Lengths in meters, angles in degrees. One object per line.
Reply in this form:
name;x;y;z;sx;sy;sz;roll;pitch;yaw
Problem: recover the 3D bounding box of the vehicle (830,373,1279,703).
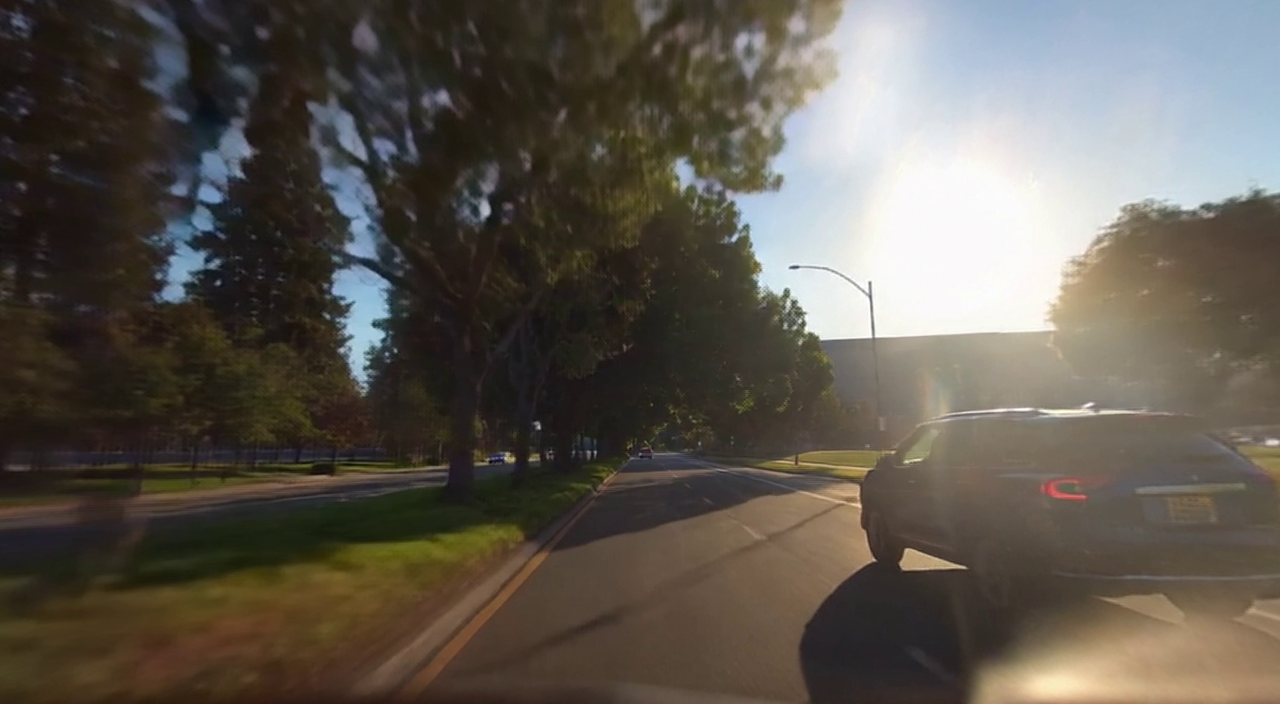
vehicle;3.612;1.358;5.841;2.087;1.759;5.040;0;-8;0
